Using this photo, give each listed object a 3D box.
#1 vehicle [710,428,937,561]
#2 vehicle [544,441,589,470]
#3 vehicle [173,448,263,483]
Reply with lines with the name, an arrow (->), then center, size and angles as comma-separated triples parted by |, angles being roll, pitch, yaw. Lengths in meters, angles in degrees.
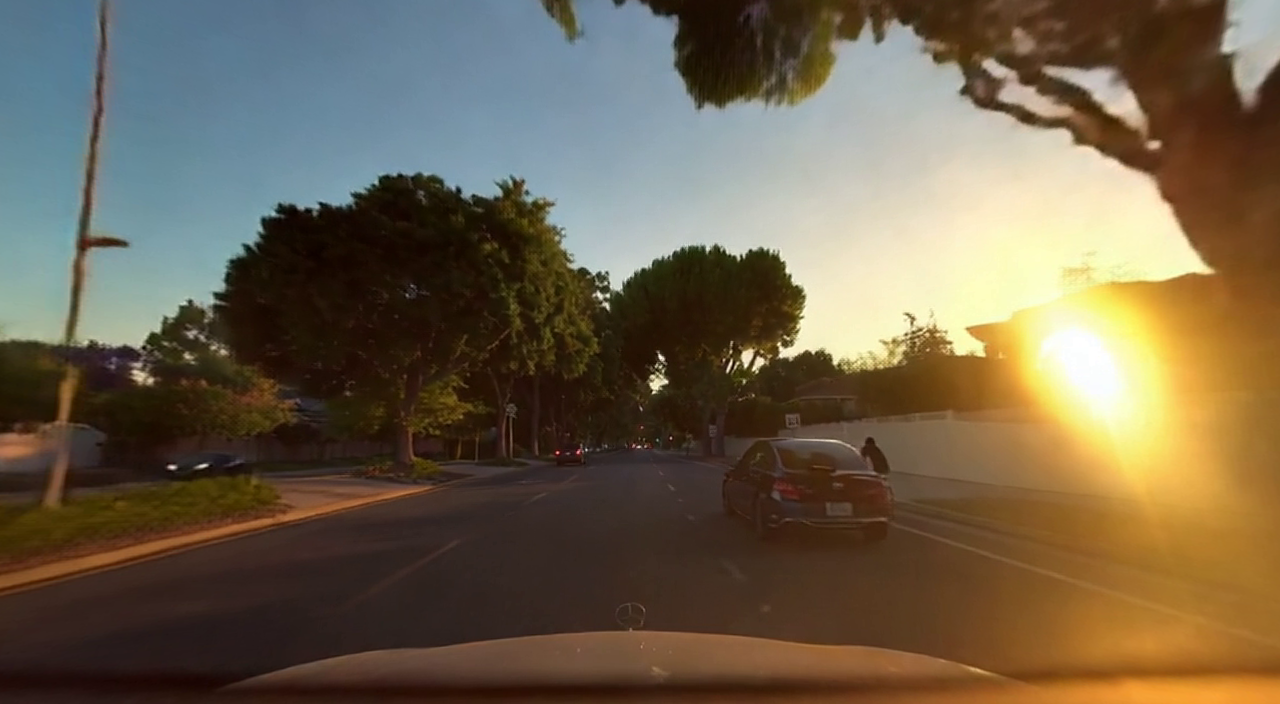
vehicle -> 2.372, 1.983, 9.550 | 1.992, 1.511, 4.464 | 1, -9, -1
vehicle -> -4.108, 5.866, 35.890 | 2.011, 1.480, 4.517 | 0, -9, 0
vehicle -> -21.936, 5.884, 32.966 | 1.816, 1.717, 4.024 | 0, -9, 0
